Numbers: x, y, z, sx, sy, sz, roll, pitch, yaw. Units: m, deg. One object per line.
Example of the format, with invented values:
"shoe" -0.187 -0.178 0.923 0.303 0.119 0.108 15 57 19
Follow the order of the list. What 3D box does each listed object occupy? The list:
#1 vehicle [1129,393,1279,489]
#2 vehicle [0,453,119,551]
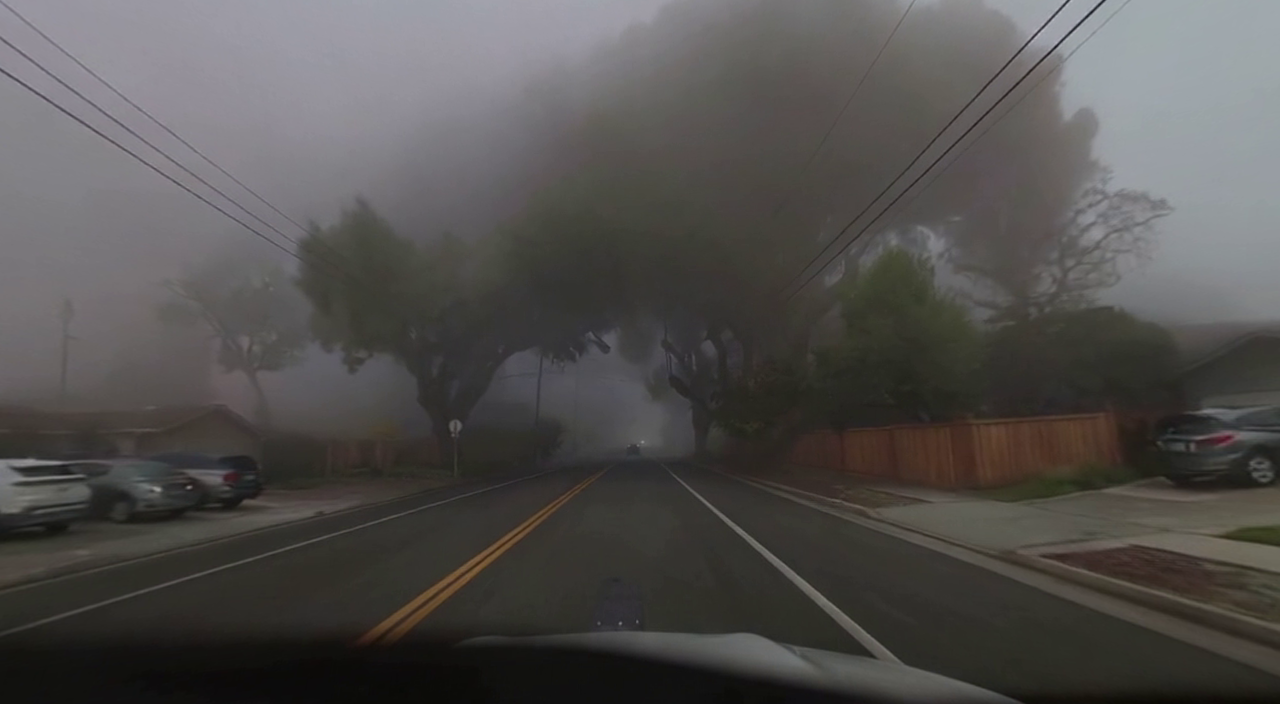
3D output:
"vehicle" 13.129 1.852 13.125 4.653 1.775 1.906 1 -9 -10
"vehicle" -12.271 2.612 11.352 3.927 1.560 2.049 0 -8 -1
